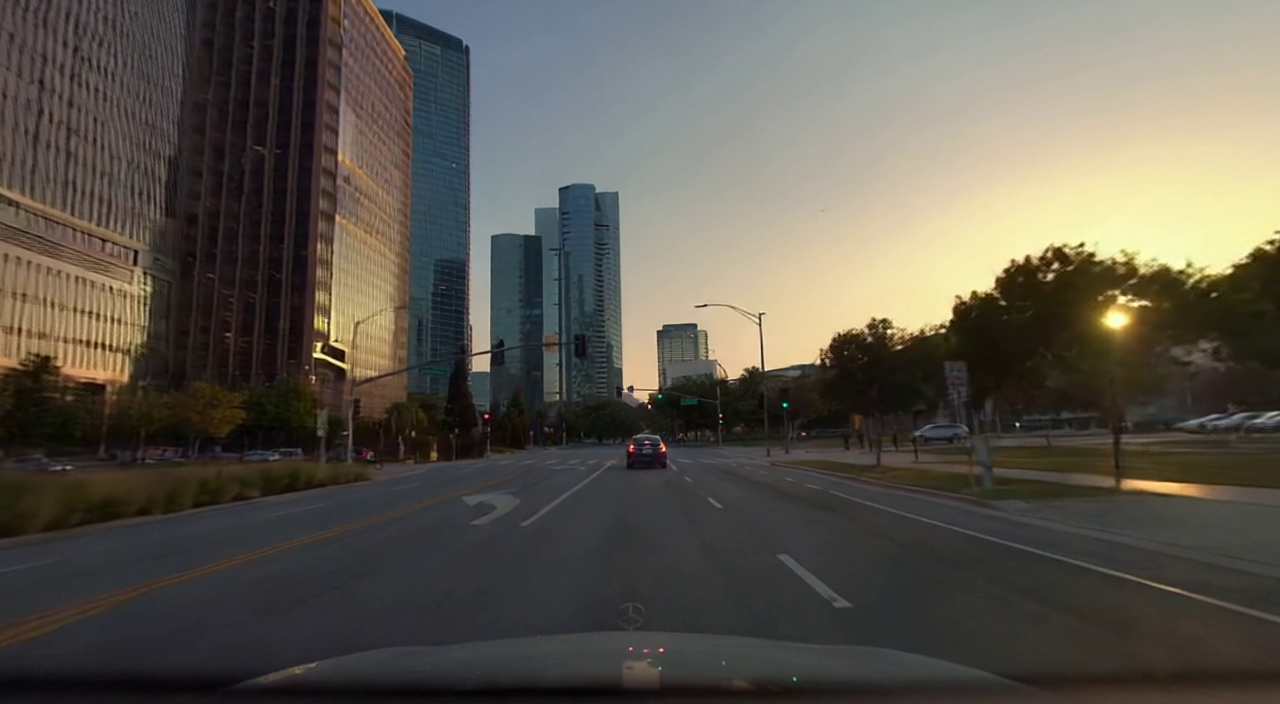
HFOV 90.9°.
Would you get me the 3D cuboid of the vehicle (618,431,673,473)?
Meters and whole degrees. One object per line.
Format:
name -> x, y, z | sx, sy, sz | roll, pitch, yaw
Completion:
vehicle -> 0.200, 4.220, 26.854 | 2.184, 1.640, 4.086 | 0, -8, -1
